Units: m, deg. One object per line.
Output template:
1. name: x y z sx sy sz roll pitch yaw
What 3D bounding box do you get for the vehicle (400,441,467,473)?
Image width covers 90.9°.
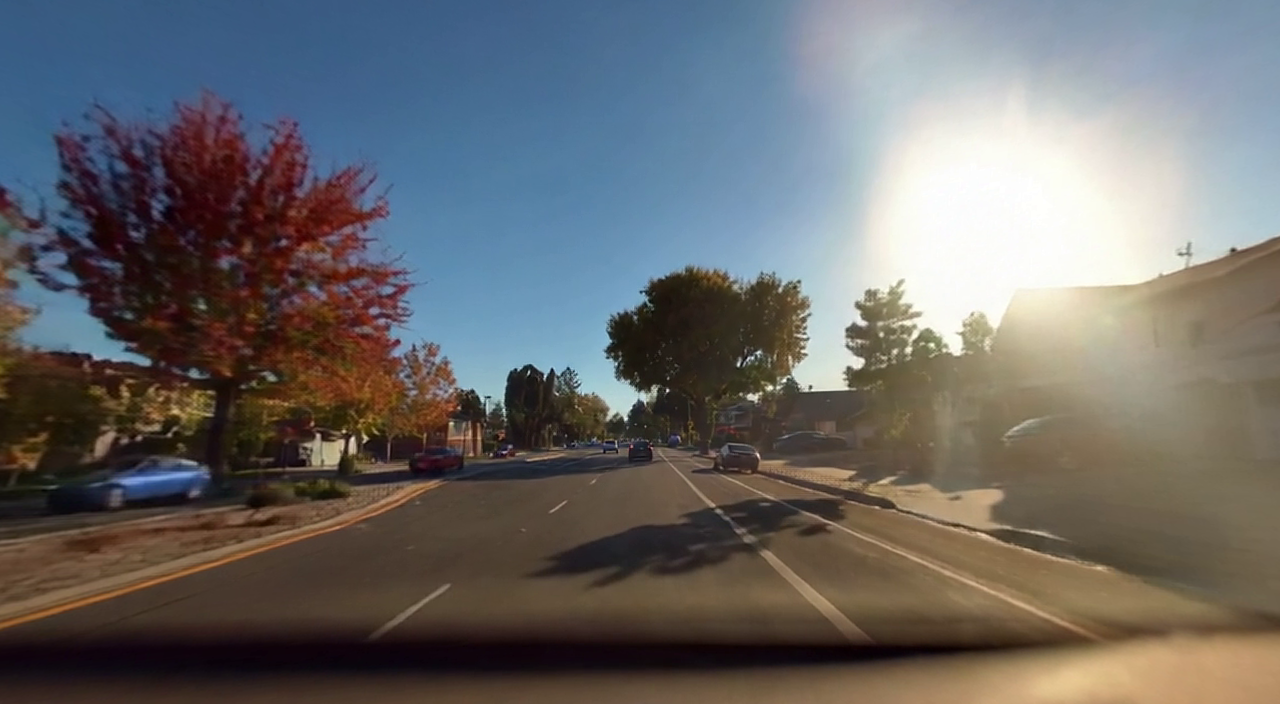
1. vehicle: -11.045 5.636 34.075 1.992 1.518 4.592 -1 -8 1

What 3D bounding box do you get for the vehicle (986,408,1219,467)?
1. vehicle: 12.584 2.389 17.463 4.720 1.535 2.079 -1 -9 3

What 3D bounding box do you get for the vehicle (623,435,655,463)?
1. vehicle: -0.031 6.318 41.154 2.024 1.655 4.301 0 -8 1

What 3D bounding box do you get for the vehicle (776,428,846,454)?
1. vehicle: 11.551 6.055 42.842 4.230 1.551 1.801 -3 -9 4

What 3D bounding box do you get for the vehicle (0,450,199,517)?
1. vehicle: -14.793 3.560 17.618 1.797 1.471 4.367 -4 -8 0

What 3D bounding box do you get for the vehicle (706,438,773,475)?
1. vehicle: 4.311 4.629 28.124 2.080 1.469 4.898 0 -8 -1
